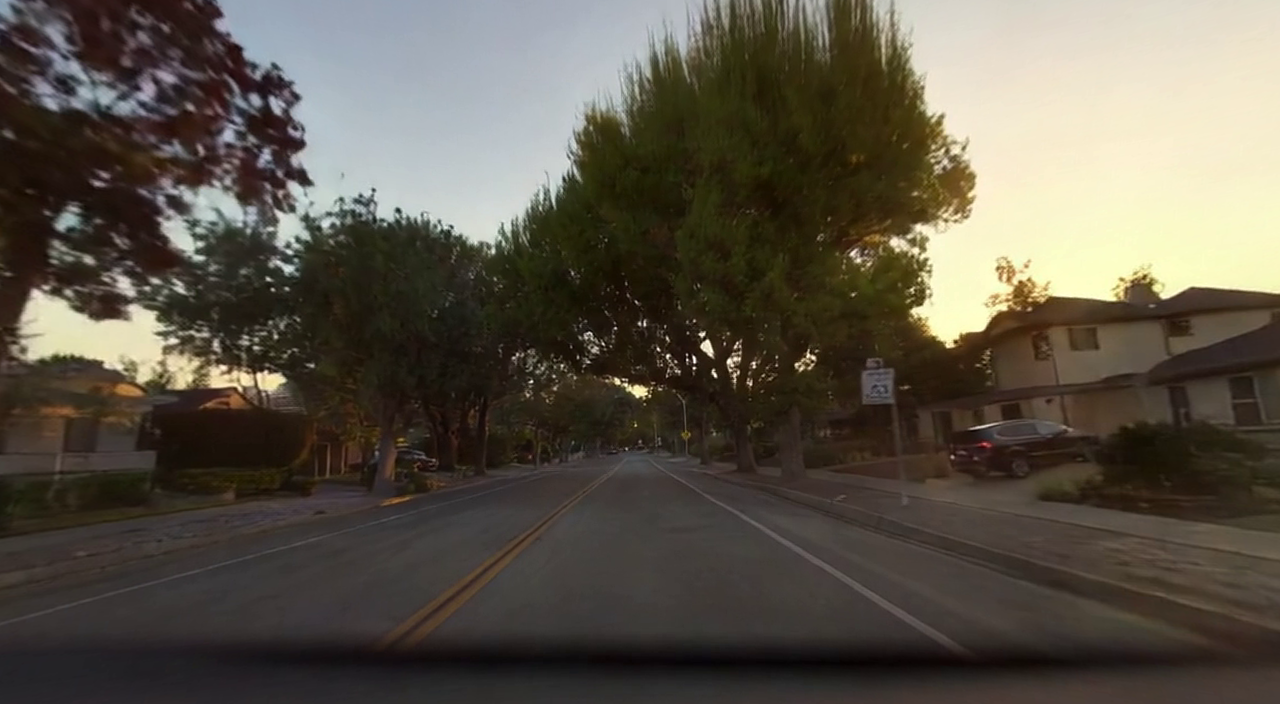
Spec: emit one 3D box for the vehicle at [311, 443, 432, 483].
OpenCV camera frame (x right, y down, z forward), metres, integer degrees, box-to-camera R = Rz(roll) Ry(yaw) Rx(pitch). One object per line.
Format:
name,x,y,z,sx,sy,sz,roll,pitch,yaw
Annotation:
vehicle,-12.974,5.375,30.780,4.928,1.848,2.041,0,-9,0

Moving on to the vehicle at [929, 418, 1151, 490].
vehicle,10.314,2.662,16.621,4.449,1.765,1.917,0,-9,3
